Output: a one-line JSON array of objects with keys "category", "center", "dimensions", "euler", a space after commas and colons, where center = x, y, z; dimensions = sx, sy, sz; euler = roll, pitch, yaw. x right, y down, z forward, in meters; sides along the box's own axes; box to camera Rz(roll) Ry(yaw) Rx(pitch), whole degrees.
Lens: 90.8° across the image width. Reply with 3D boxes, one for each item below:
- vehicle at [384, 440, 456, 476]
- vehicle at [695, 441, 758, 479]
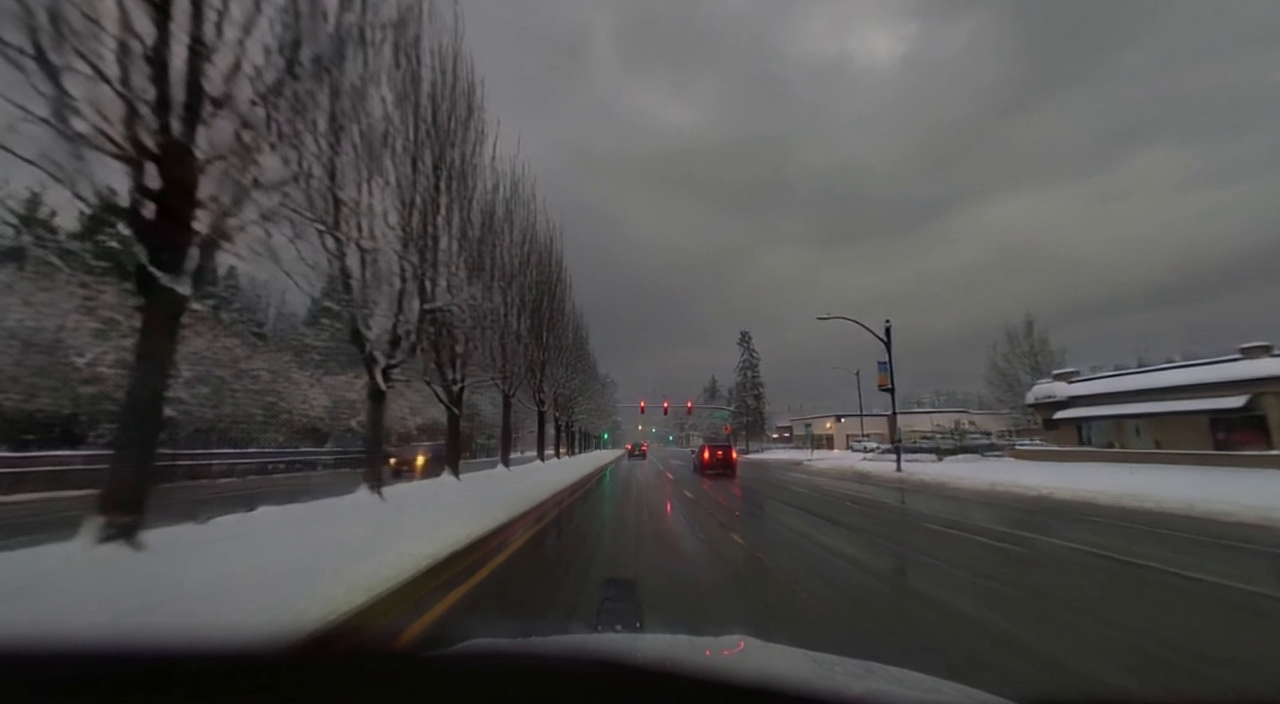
[{"category": "vehicle", "center": [-11.833, 5.741, 34.363], "dimensions": [2.116, 1.789, 4.889], "euler": [0, -9, 0]}, {"category": "vehicle", "center": [3.592, 4.587, 27.150], "dimensions": [1.983, 1.482, 4.463], "euler": [0, -9, -1]}]
